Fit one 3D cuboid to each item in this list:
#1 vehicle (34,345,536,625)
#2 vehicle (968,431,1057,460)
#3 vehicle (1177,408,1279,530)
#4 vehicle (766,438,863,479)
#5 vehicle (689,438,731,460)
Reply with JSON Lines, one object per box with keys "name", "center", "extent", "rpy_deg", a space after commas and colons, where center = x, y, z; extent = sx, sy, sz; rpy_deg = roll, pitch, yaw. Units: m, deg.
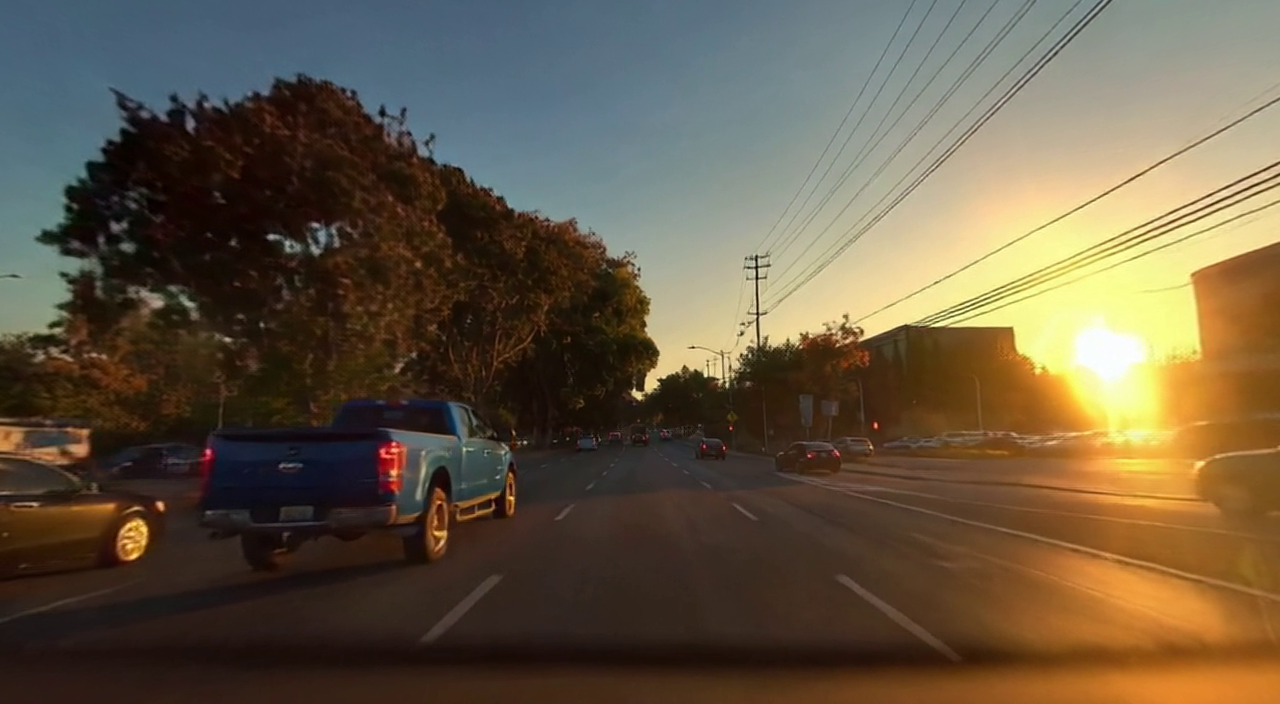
{"name": "vehicle", "center": [-3.025, 1.384, 7.609], "extent": [2.467, 1.991, 6.089], "rpy_deg": [0, -8, 0]}
{"name": "vehicle", "center": [22.420, 5.644, 38.189], "extent": [1.860, 1.597, 4.261], "rpy_deg": [4, -9, -24]}
{"name": "vehicle", "center": [10.706, 1.540, 8.219], "extent": [2.150, 1.735, 5.106], "rpy_deg": [3, -9, -21]}
{"name": "vehicle", "center": [6.730, 4.150, 24.948], "extent": [1.840, 1.428, 4.602], "rpy_deg": [1, -9, -10]}
{"name": "vehicle", "center": [4.714, 6.616, 43.249], "extent": [2.071, 1.435, 4.226], "rpy_deg": [0, -8, -4]}
